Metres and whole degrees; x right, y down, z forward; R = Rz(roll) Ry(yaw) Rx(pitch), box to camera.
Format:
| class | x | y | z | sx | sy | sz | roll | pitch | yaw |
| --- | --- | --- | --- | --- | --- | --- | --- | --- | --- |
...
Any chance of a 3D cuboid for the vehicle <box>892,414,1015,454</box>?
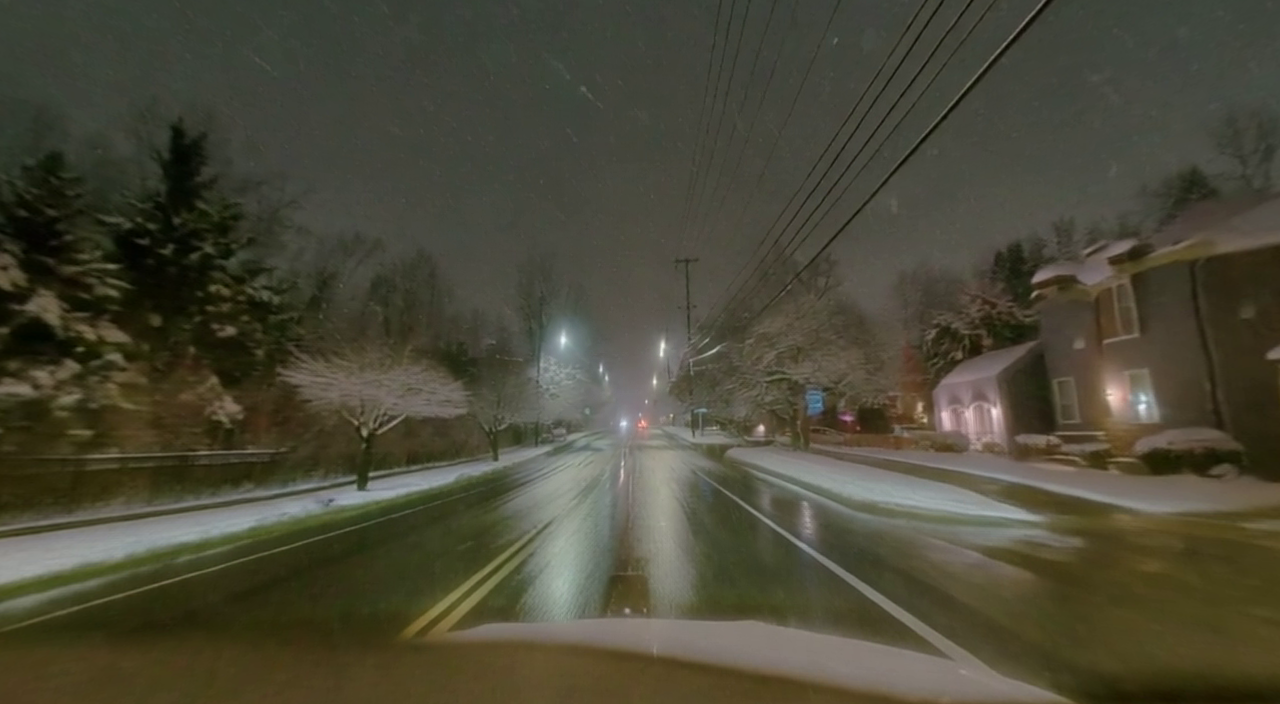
| class | x | y | z | sx | sy | sz | roll | pitch | yaw |
| --- | --- | --- | --- | --- | --- | --- | --- | --- | --- |
| vehicle | 15.065 | 4.025 | 30.562 | 5.046 | 1.548 | 2.174 | -7 | -11 | 24 |

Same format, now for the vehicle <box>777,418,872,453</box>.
| class | x | y | z | sx | sy | sz | roll | pitch | yaw |
| --- | --- | --- | --- | --- | --- | --- | --- | --- | --- |
| vehicle | 10.641 | 4.845 | 36.357 | 4.707 | 1.794 | 2.303 | -7 | -9 | 29 |
